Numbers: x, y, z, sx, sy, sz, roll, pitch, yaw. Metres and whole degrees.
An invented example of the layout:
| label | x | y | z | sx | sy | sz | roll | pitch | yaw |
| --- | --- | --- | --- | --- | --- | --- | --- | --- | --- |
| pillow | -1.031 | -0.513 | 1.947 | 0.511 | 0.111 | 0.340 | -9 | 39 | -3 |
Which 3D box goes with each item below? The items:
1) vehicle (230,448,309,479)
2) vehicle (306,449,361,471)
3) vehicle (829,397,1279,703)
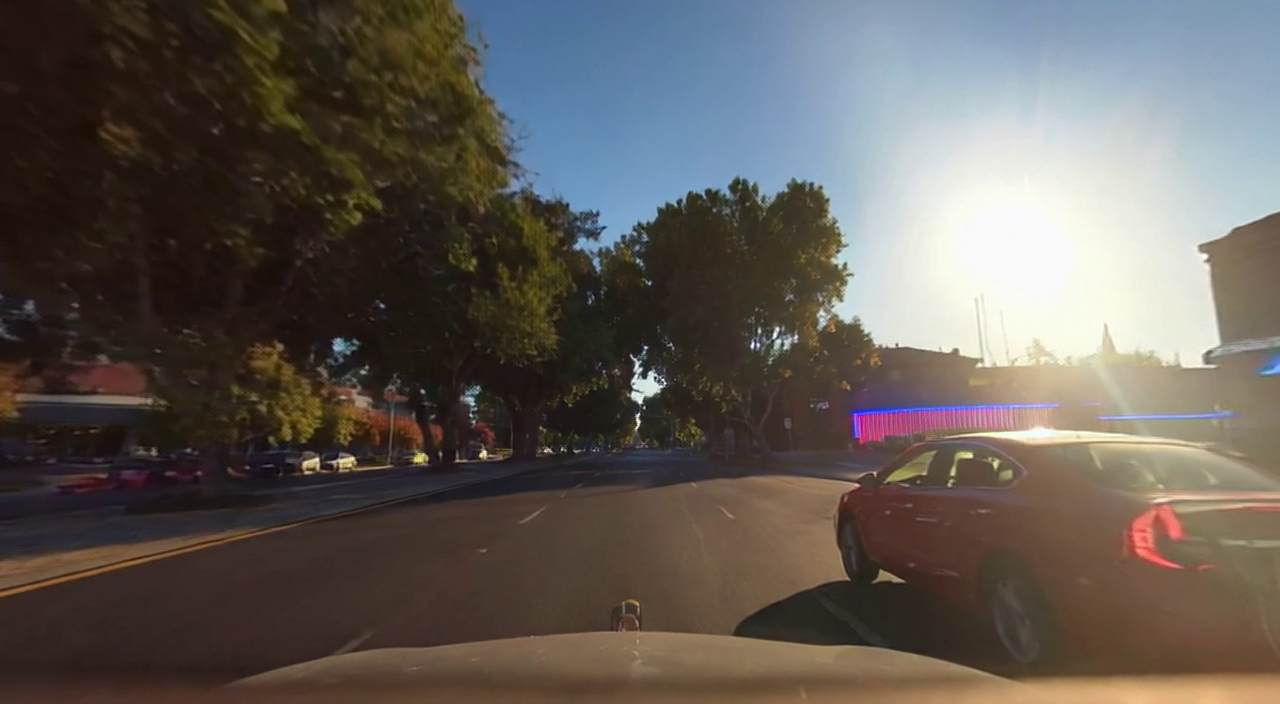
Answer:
| label | x | y | z | sx | sy | sz | roll | pitch | yaw |
| --- | --- | --- | --- | --- | --- | --- | --- | --- | --- |
| vehicle | -19.349 | 5.823 | 33.153 | 1.761 | 1.488 | 3.822 | -1 | -8 | 1 |
| vehicle | -22.555 | 7.938 | 46.619 | 1.784 | 1.438 | 4.471 | 0 | -8 | 0 |
| vehicle | 3.070 | 1.215 | 4.480 | 2.004 | 1.470 | 4.544 | 0 | -8 | 0 |
